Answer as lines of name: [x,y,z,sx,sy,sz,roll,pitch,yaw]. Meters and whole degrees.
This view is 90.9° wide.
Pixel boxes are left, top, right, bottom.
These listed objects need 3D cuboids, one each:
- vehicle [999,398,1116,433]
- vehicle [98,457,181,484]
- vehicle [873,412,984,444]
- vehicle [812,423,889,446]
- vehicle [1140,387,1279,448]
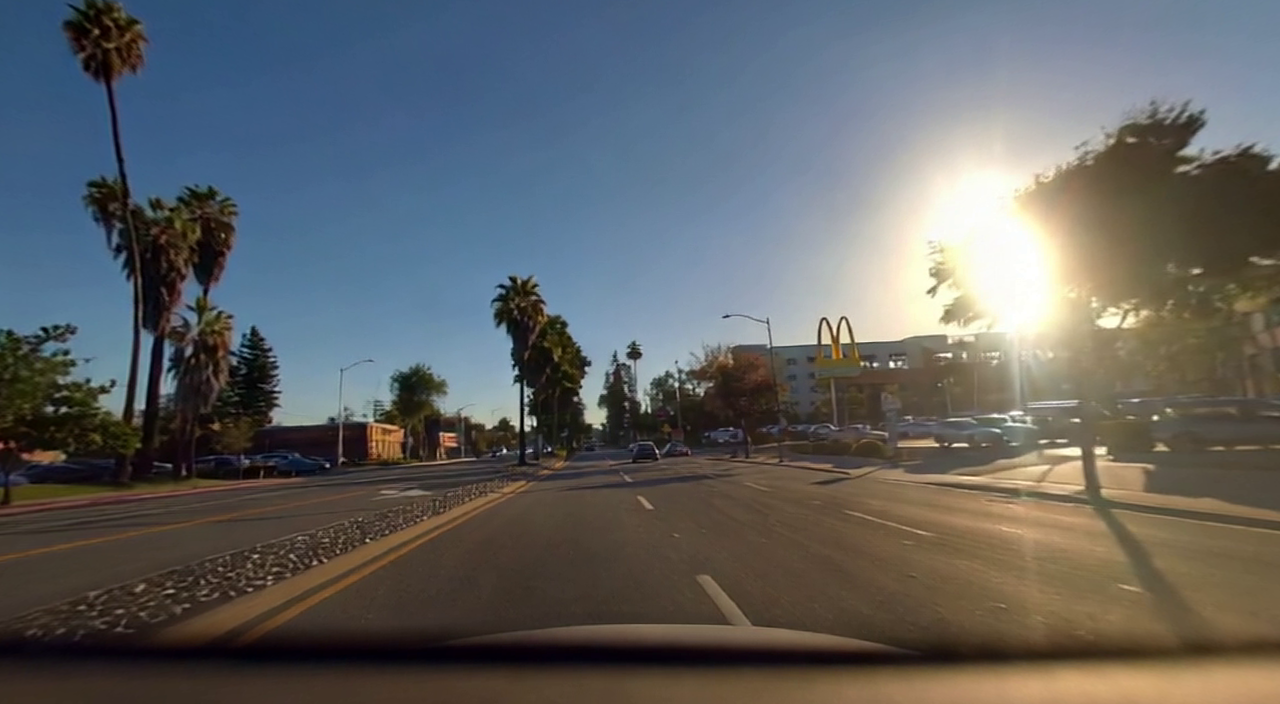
vehicle: [27.316,4.180,41.376,6.052,2.013,2.331,-1,-9,-5]
vehicle: [-31.894,7.549,40.366,2.067,1.563,4.043,0,-8,-2]
vehicle: [16.005,4.253,35.199,5.123,1.730,2.183,0,-8,-2]
vehicle: [14.521,5.733,43.683,4.691,1.545,1.900,0,-8,0]
vehicle: [16.679,1.808,17.053,4.711,1.546,1.891,0,-8,-2]
